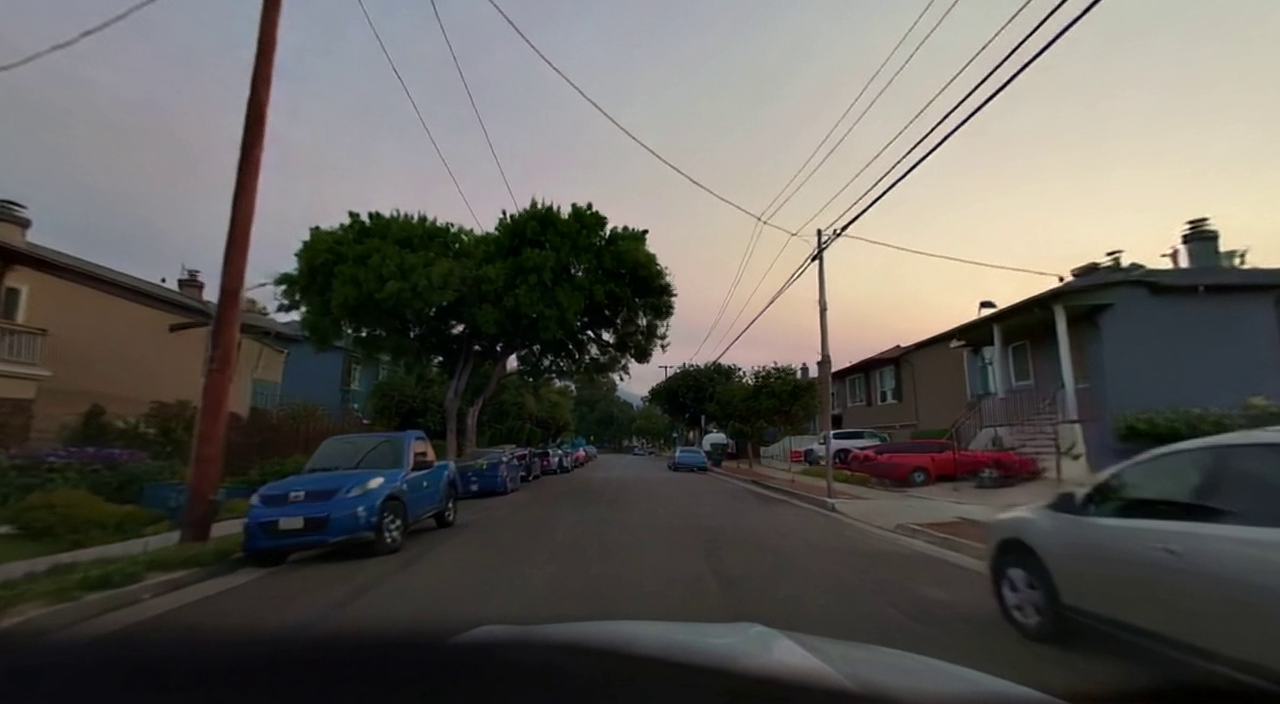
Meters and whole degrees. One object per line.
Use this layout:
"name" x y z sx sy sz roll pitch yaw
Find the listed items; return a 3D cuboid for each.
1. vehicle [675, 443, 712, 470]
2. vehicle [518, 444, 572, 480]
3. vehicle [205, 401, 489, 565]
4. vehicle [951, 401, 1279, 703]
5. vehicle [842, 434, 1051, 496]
"vehicle" 3.234 6.397 38.809 1.916 1.587 3.986 0 -9 0
"vehicle" -4.238 4.944 28.749 1.745 1.490 4.304 0 -8 0
"vehicle" -4.011 1.898 9.927 2.057 1.887 5.053 0 -8 -1
"vehicle" 3.539 1.009 2.770 2.019 1.536 4.405 0 -9 -1
"vehicle" 8.021 2.972 16.836 4.594 1.512 1.824 0 -8 -2
